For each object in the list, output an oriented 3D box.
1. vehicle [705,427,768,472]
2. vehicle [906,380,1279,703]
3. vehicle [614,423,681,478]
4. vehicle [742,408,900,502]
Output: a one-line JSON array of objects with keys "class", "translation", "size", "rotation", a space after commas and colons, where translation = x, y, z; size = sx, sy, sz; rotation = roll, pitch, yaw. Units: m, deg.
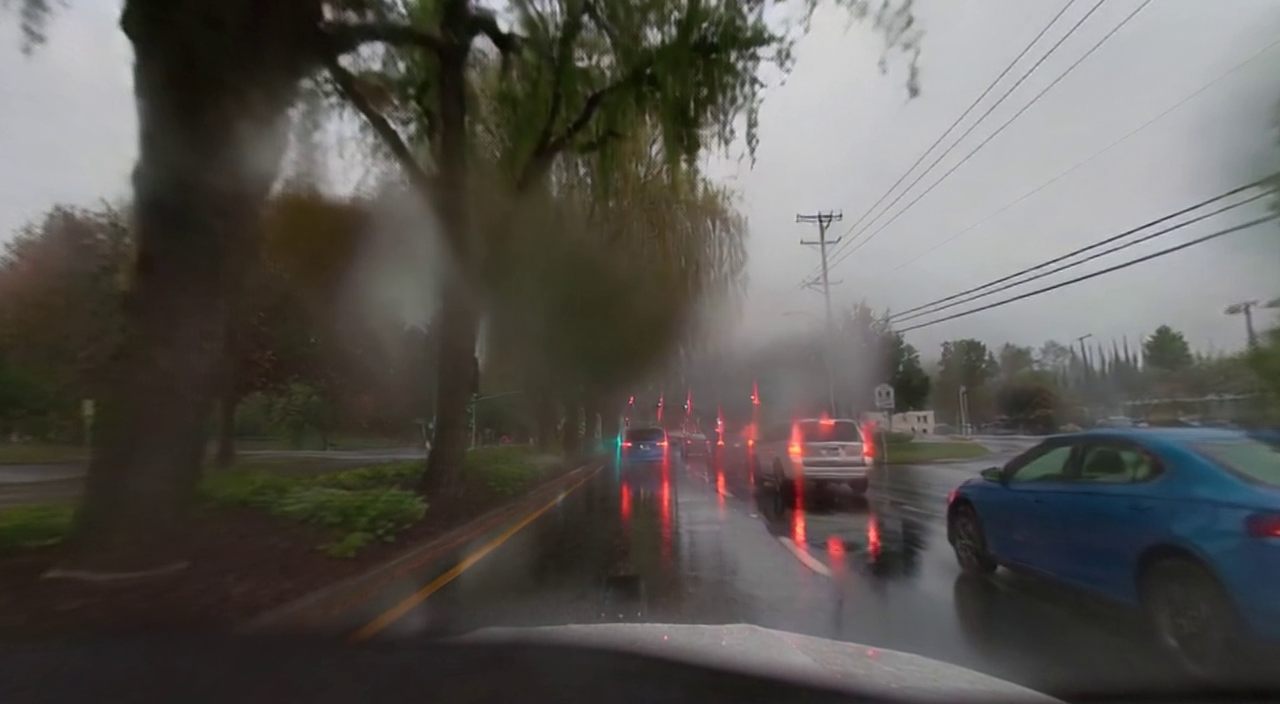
[{"class": "vehicle", "translation": [3.758, 3.871, 25.307], "size": [1.923, 1.653, 3.703], "rotation": [-1, -8, 0]}, {"class": "vehicle", "translation": [3.727, 1.097, 4.333], "size": [1.881, 1.512, 4.294], "rotation": [-1, -8, -1]}, {"class": "vehicle", "translation": [0.237, 3.483, 22.610], "size": [2.163, 1.746, 4.073], "rotation": [-1, -8, 0]}, {"class": "vehicle", "translation": [4.025, 2.412, 15.156], "size": [2.254, 1.840, 4.918], "rotation": [0, -8, -1]}]
